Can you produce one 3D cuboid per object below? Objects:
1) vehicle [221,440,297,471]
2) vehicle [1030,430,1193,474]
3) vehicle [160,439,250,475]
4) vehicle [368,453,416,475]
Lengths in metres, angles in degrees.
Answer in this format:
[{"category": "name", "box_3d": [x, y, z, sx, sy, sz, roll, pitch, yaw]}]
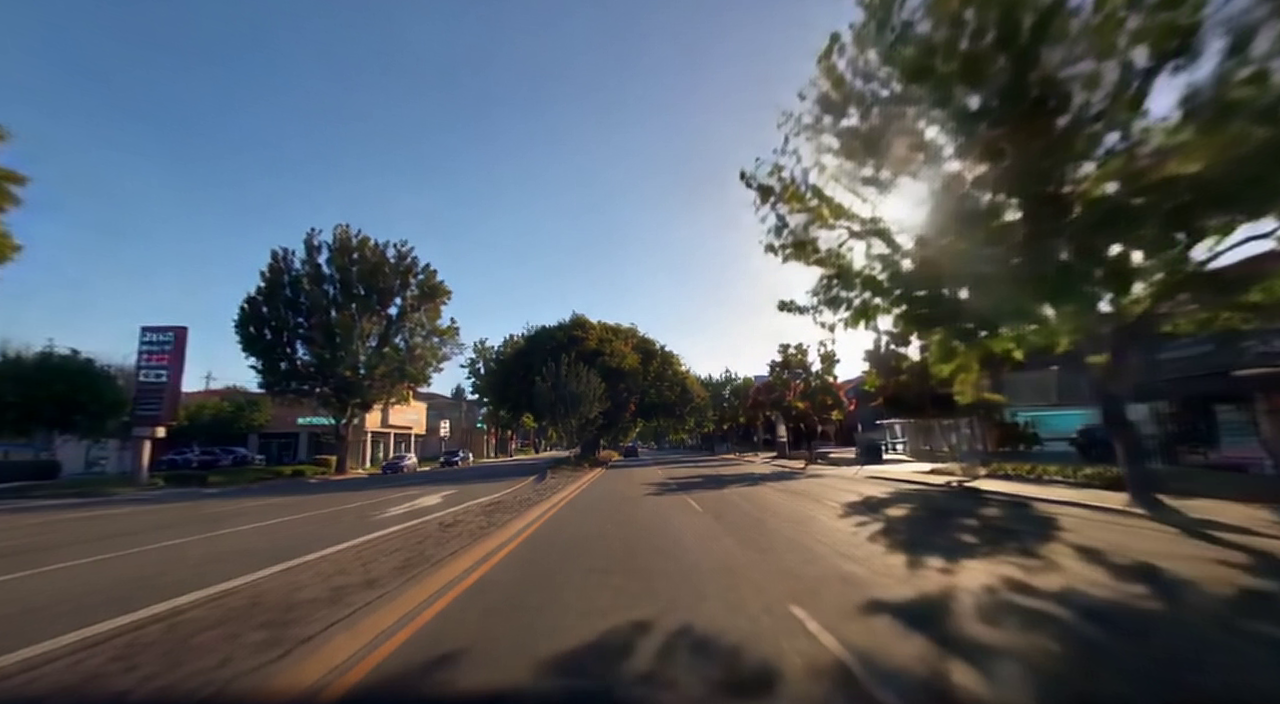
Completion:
[{"category": "vehicle", "box_3d": [-29.945, 8.111, 49.640, 5.867, 2.279, 2.342, -5, -10, 28]}, {"category": "vehicle", "box_3d": [21.258, 4.559, 29.050, 2.480, 1.766, 6.529, 0, -9, 0]}, {"category": "vehicle", "box_3d": [-29.880, 7.190, 43.384, 5.630, 2.280, 2.513, -4, -10, 26]}, {"category": "vehicle", "box_3d": [-19.528, 8.822, 49.939, 2.012, 1.471, 4.613, -2, -8, -2]}]
